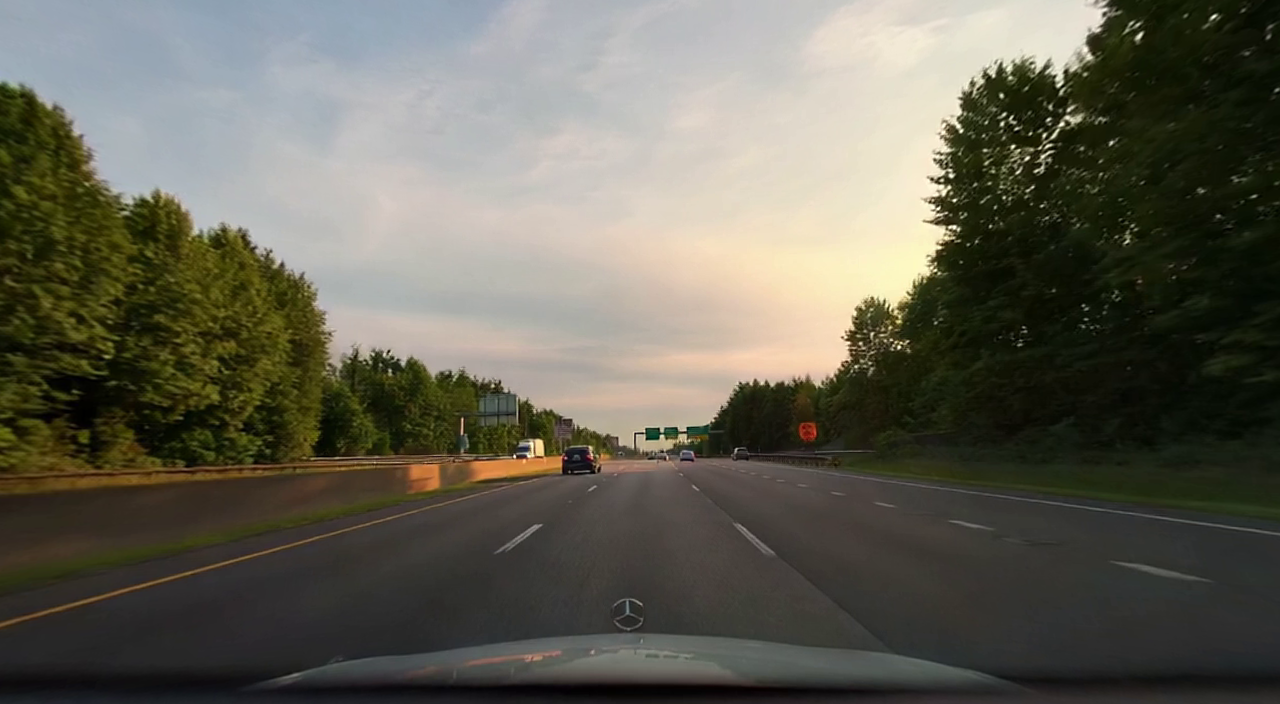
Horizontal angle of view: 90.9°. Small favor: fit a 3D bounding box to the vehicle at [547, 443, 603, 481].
[{"bbox_3d":[-3.014,5.213,30.108,2.086,1.650,4.122,0,-9,2],"label":"vehicle"}]
